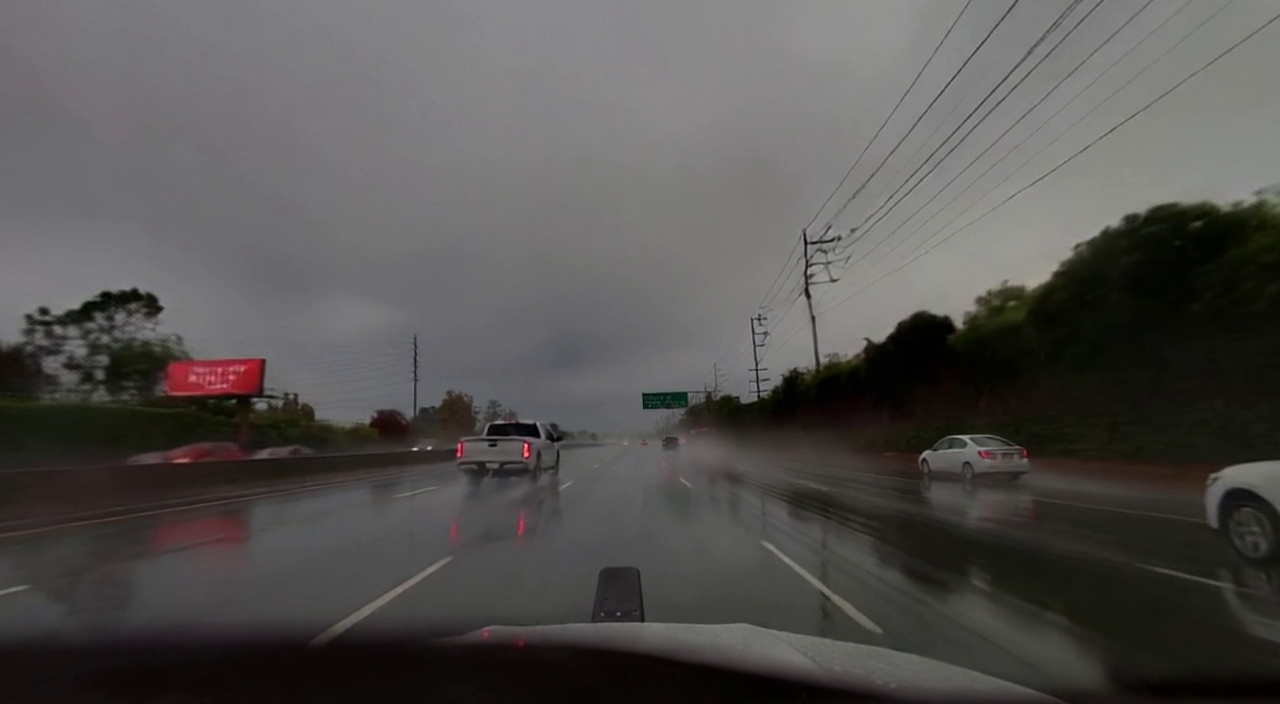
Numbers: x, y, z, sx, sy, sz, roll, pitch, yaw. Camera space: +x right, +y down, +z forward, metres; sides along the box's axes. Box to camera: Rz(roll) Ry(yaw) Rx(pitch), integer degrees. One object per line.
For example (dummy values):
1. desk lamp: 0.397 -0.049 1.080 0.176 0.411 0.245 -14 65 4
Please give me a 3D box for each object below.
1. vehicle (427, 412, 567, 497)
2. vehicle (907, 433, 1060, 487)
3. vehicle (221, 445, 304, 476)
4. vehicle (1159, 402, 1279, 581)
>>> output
1. vehicle: -3.812 2.938 18.335 2.508 2.023 6.176 0 -8 1
2. vehicle: 10.495 3.334 19.747 2.076 1.470 4.644 0 -8 -1
3. vehicle: -21.806 6.265 36.630 1.970 1.705 4.552 0 -8 0
4. vehicle: 6.975 1.164 4.942 1.976 1.646 4.370 0 -8 -1
